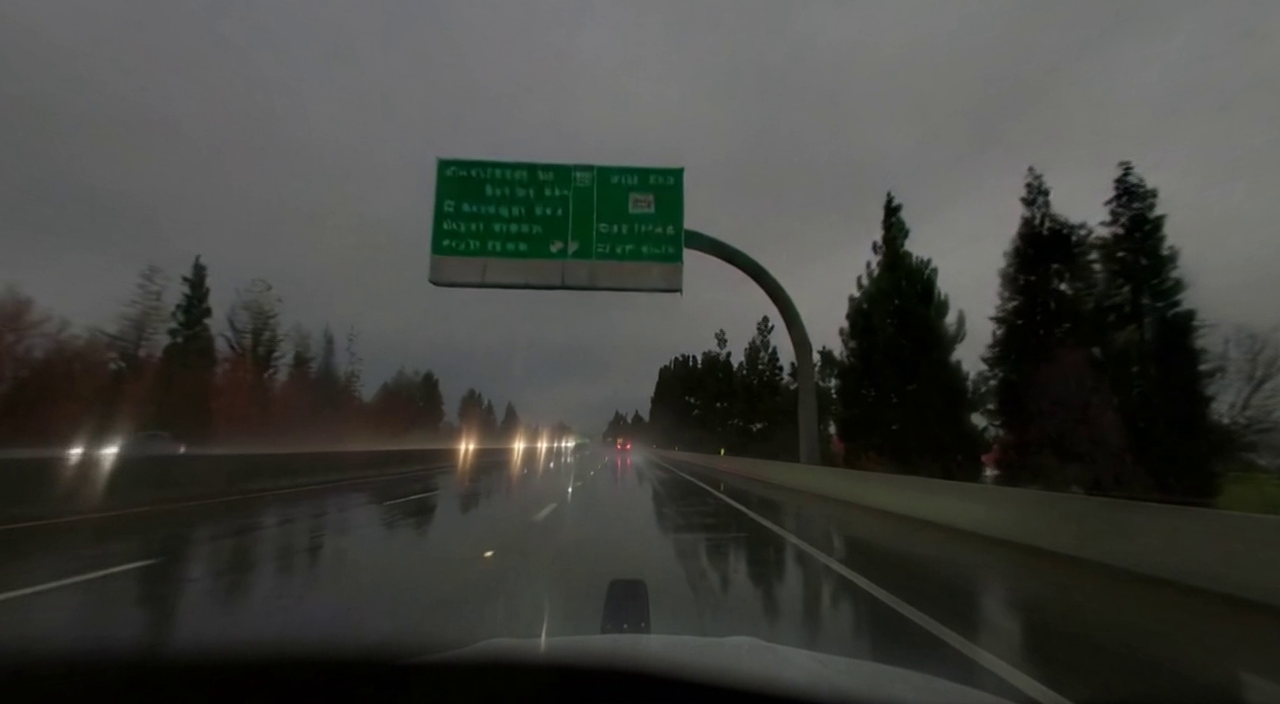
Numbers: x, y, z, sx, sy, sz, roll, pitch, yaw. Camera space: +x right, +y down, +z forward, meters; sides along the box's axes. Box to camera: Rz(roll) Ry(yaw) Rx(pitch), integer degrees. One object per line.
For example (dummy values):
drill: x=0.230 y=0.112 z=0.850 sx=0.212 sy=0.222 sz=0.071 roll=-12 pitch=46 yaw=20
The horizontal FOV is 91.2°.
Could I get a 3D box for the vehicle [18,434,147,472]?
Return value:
vehicle: x=-25.123 y=4.563 z=28.525 sx=1.848 sy=1.590 sz=4.326 roll=0 pitch=-9 yaw=0
